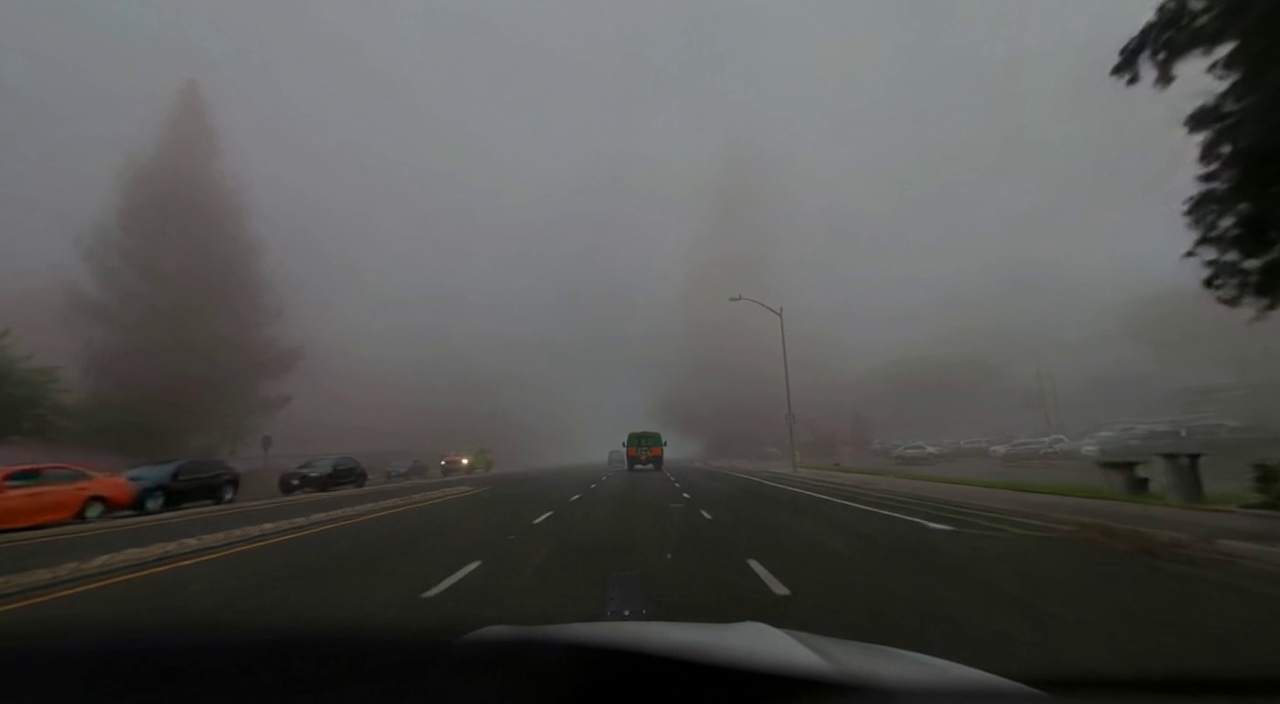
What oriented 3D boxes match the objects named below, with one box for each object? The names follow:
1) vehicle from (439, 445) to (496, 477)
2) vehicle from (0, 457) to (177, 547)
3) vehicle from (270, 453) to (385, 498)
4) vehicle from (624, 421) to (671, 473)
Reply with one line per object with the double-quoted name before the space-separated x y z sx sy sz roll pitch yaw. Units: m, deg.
"vehicle" -11.160 7.091 41.275 2.155 1.941 4.977 -1 -9 2
"vehicle" -11.831 2.849 12.429 1.935 1.467 4.451 -1 -9 2
"vehicle" -11.645 4.608 23.916 1.884 1.486 4.566 -1 -9 2
"vehicle" 0.430 6.574 43.660 2.843 3.120 10.422 -1 -9 0
